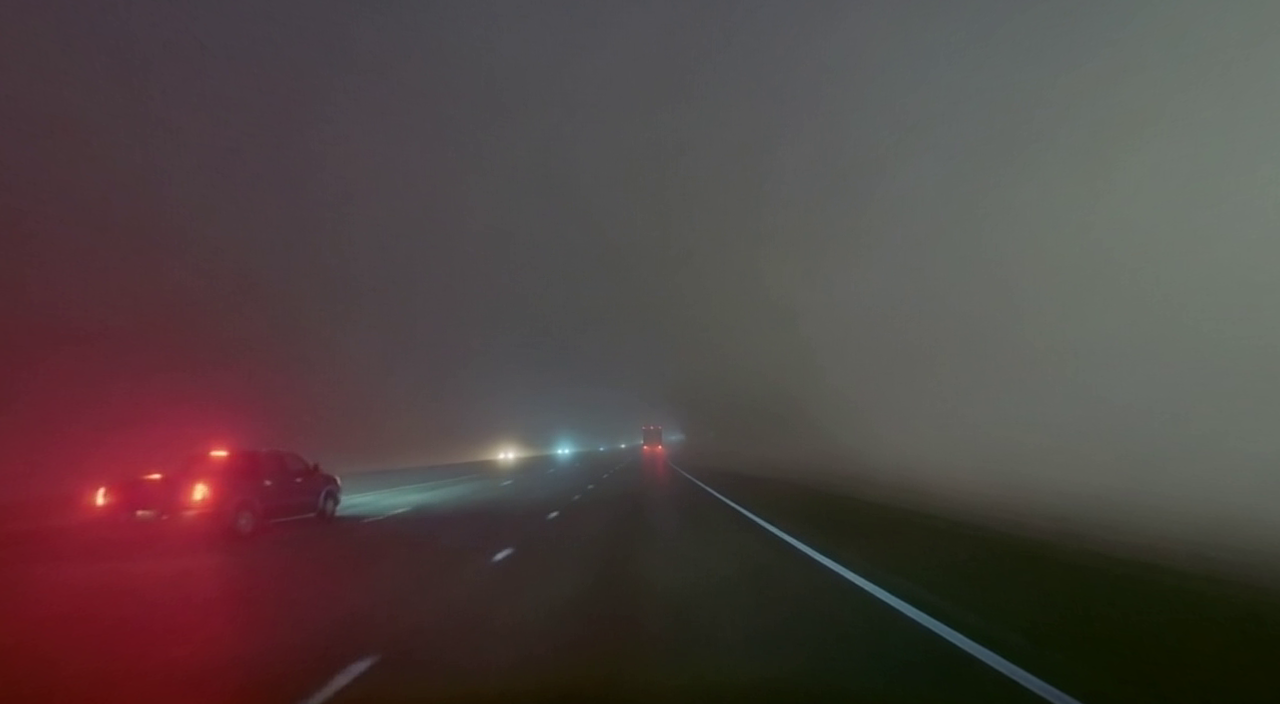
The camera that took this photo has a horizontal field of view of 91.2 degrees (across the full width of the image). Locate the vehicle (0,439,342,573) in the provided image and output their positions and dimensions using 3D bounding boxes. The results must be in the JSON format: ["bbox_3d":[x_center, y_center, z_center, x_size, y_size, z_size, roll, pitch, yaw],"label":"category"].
[{"bbox_3d":[-6.583,2.133,9.518,1.956,1.538,4.318,0,-9,0],"label":"vehicle"}]
